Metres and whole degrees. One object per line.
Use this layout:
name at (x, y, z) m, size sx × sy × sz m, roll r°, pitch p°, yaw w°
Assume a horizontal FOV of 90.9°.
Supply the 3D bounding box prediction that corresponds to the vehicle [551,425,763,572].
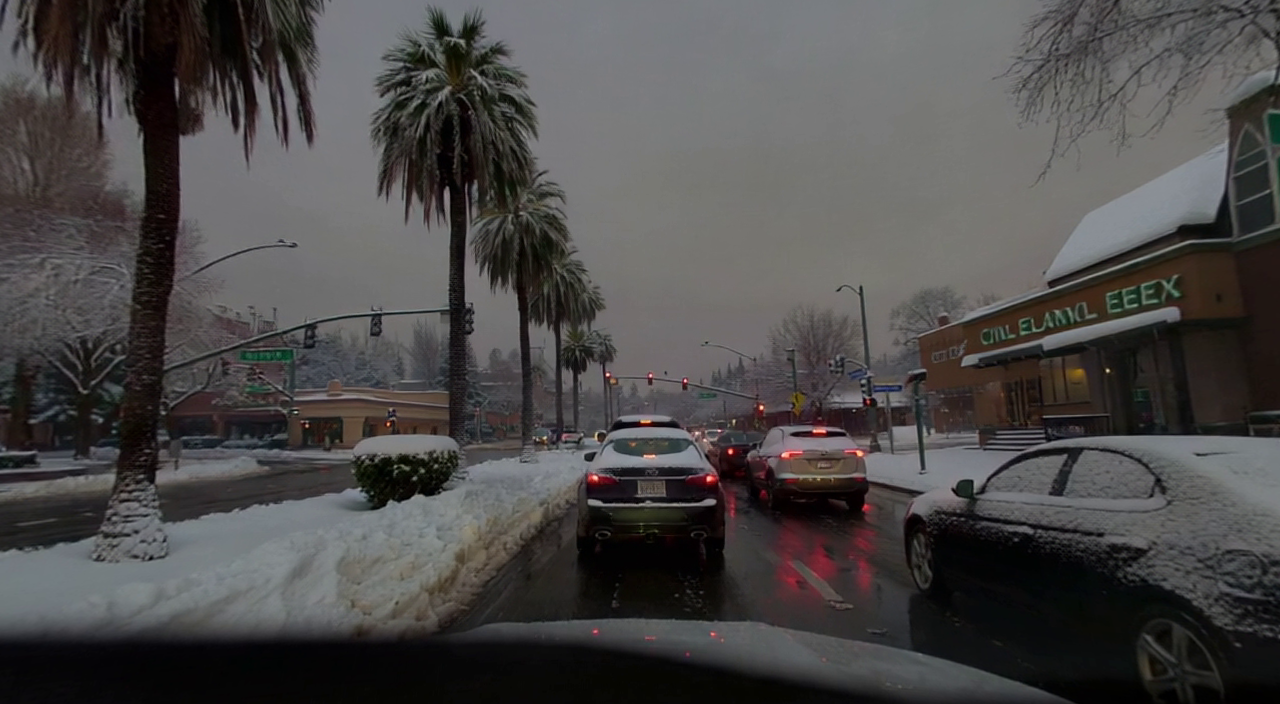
vehicle at (0.177, 1.786, 8.458) m, size 2.140 × 1.474 × 4.026 m, roll 0°, pitch -8°, yaw 0°

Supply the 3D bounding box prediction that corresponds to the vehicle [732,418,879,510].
vehicle at (3.498, 2.470, 14.315) m, size 2.169 × 1.751 × 4.276 m, roll 0°, pitch -8°, yaw 0°

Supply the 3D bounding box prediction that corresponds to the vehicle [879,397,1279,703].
vehicle at (3.541, 1.221, 4.474) m, size 1.910 × 1.490 × 4.661 m, roll 0°, pitch -8°, yaw 1°

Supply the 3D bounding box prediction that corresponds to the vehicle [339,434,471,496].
vehicle at (-6.255, 3.052, 17.376) m, size 1.900 × 1.487 × 4.165 m, roll 0°, pitch -8°, yaw 2°

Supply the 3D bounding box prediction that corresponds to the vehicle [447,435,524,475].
vehicle at (-6.053, 4.100, 25.255) m, size 1.822 × 1.456 × 4.396 m, roll -1°, pitch -8°, yaw 2°
